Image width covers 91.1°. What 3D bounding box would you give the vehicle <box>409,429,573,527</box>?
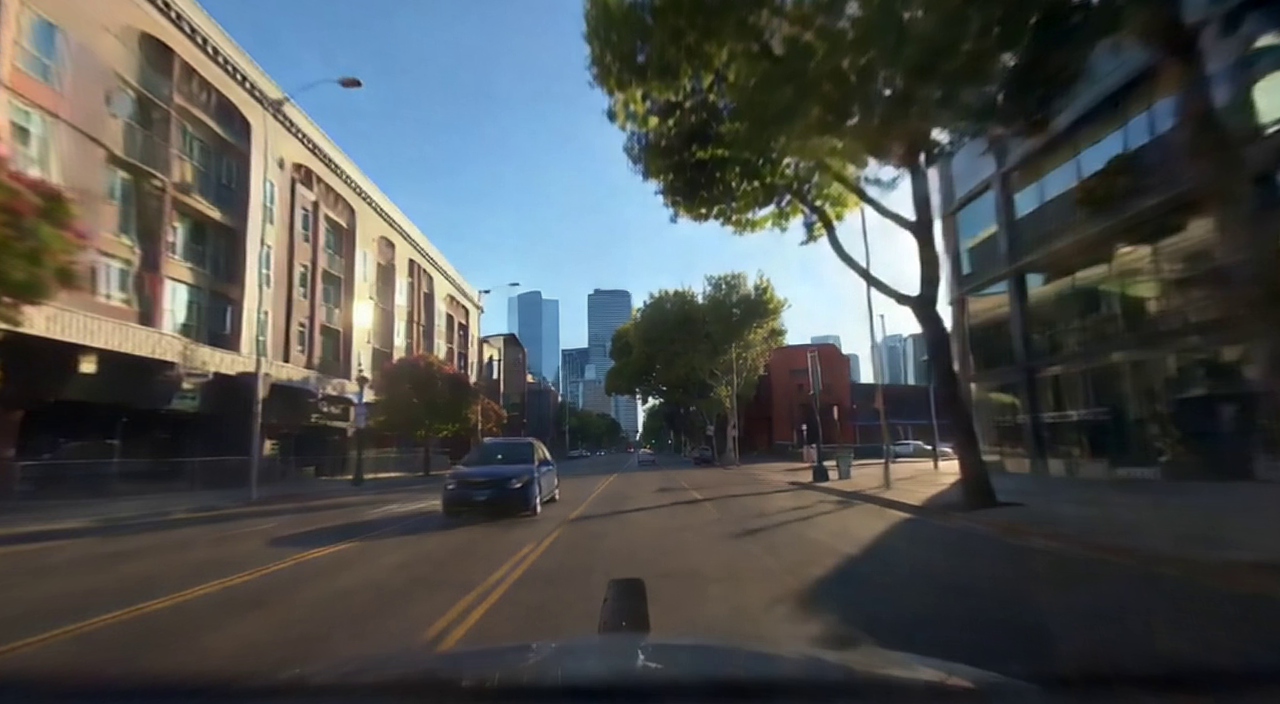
[{"bbox_3d":[-2.901,2.587,13.483,2.332,1.732,4.463,0,-9,1],"label":"vehicle"}]
